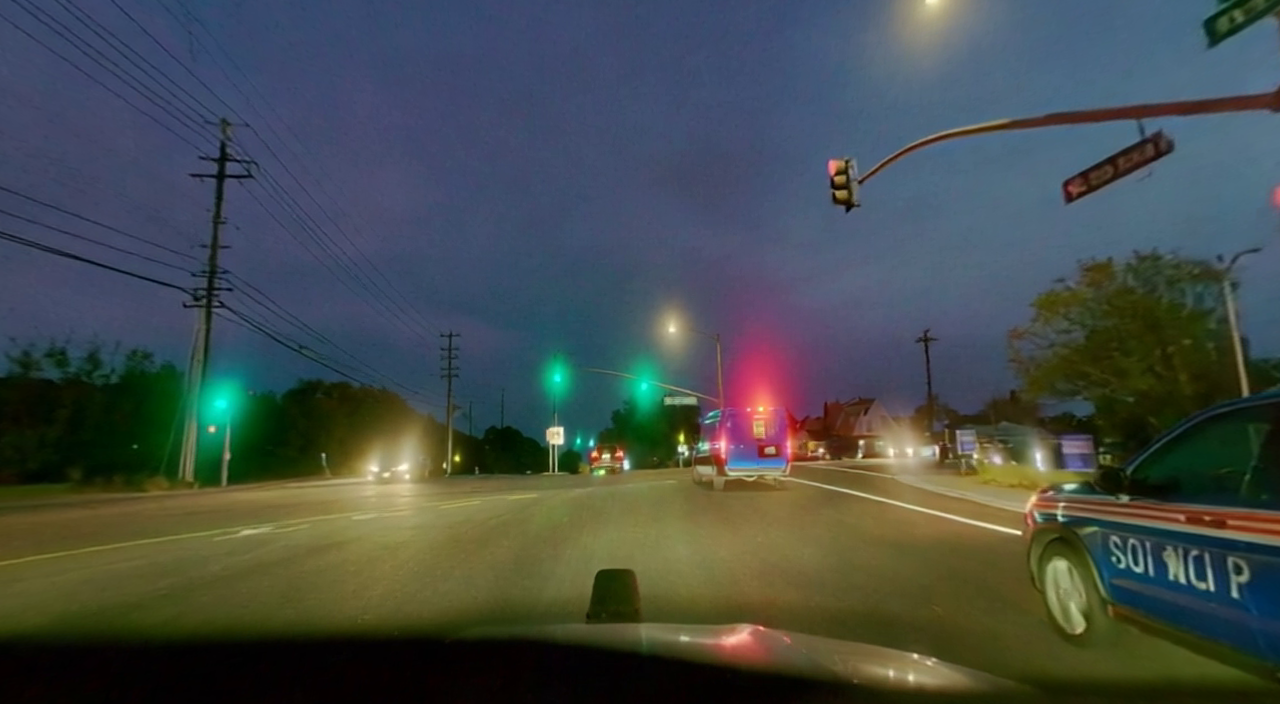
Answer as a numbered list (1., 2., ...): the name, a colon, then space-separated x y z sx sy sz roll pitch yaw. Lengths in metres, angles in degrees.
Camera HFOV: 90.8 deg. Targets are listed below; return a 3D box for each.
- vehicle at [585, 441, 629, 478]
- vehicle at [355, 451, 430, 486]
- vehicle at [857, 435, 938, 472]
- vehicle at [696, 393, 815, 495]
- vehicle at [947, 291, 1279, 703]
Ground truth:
1. vehicle: -1.727 5.381 31.930 2.114 1.707 3.725 0 -8 -5
2. vehicle: -11.681 5.481 30.160 2.053 1.474 4.489 0 -8 -4
3. vehicle: 12.076 4.695 29.554 3.936 1.594 1.860 7 -11 -41
4. vehicle: 3.298 2.827 19.505 2.406 2.687 5.521 0 -8 -2
5. vehicle: 3.669 0.787 2.941 2.194 1.922 4.822 -1 -8 3
